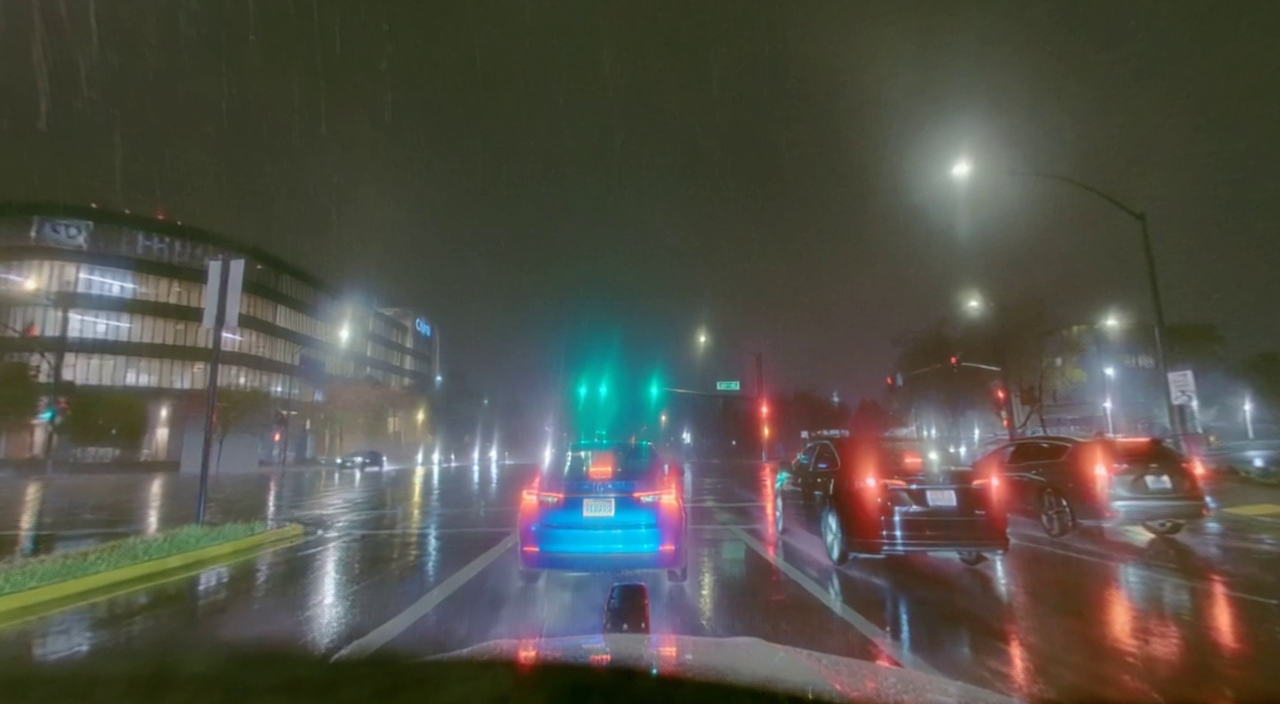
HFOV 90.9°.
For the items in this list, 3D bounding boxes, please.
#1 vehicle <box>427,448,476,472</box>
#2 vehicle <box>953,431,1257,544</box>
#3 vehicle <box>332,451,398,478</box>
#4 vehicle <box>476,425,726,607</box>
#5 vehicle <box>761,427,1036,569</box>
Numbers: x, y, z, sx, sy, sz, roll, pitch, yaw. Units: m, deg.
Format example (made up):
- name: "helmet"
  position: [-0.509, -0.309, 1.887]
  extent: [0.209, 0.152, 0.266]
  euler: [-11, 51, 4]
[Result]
- name: "vehicle"
  position: [-13.052, 7.497, 43.975]
  extent: [2.049, 1.483, 4.407]
  euler: [0, -8, 0]
- name: "vehicle"
  position: [7.444, 2.165, 10.784]
  extent: [1.908, 1.517, 4.182]
  euler: [0, -8, -1]
- name: "vehicle"
  position: [-16.781, 6.874, 38.736]
  extent: [2.048, 1.463, 4.530]
  euler: [0, -8, -1]
- name: "vehicle"
  position: [-0.369, 1.654, 7.286]
  extent: [2.059, 1.477, 3.988]
  euler: [0, -8, -1]
- name: "vehicle"
  position: [3.215, 1.888, 8.967]
  extent: [2.042, 1.508, 4.109]
  euler: [0, -8, -2]
